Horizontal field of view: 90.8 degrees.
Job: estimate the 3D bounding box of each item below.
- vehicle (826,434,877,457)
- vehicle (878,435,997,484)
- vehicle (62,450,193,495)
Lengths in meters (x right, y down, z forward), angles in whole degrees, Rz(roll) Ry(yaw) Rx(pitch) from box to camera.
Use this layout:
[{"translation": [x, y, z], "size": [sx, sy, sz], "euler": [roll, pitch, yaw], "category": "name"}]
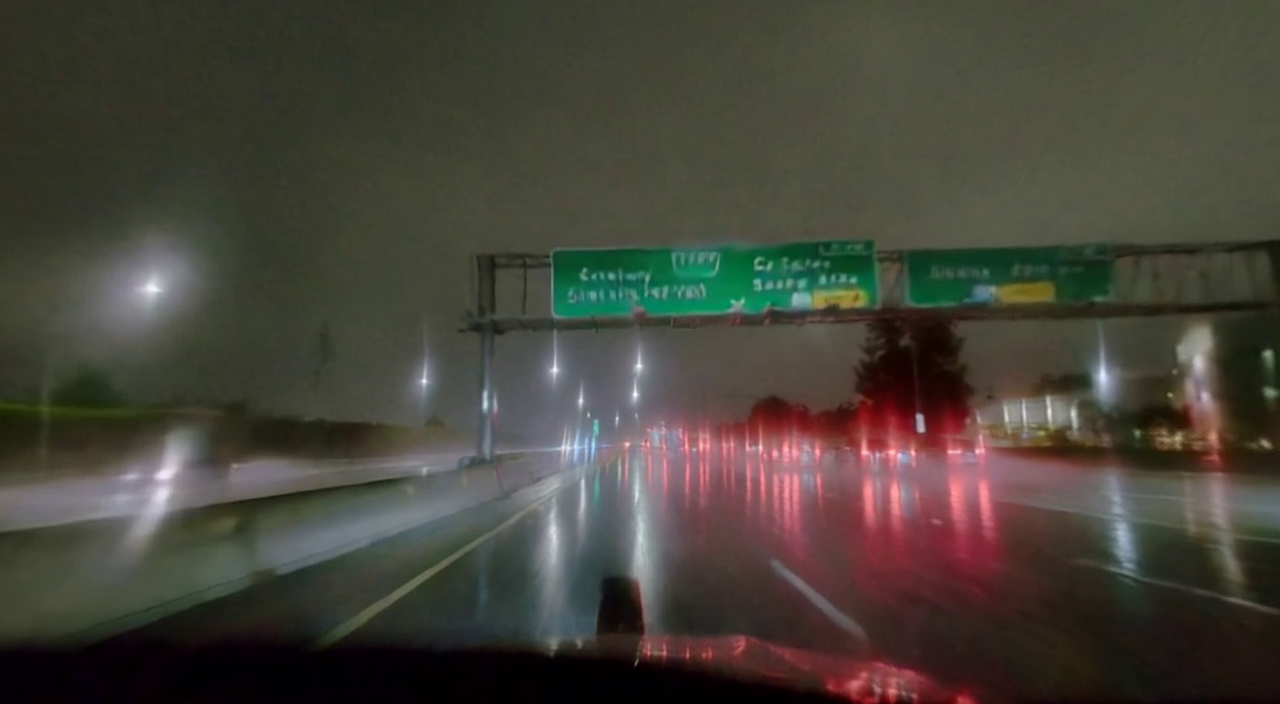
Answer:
[{"translation": [16.490, 7.335, 49.465], "size": [2.034, 1.698, 5.065], "euler": [0, -9, -2], "category": "vehicle"}, {"translation": [9.526, 3.474, 20.663], "size": [1.836, 1.418, 4.132], "euler": [0, -9, -1], "category": "vehicle"}, {"translation": [-19.145, 4.482, 23.855], "size": [1.741, 1.495, 3.853], "euler": [0, -9, -2], "category": "vehicle"}]
